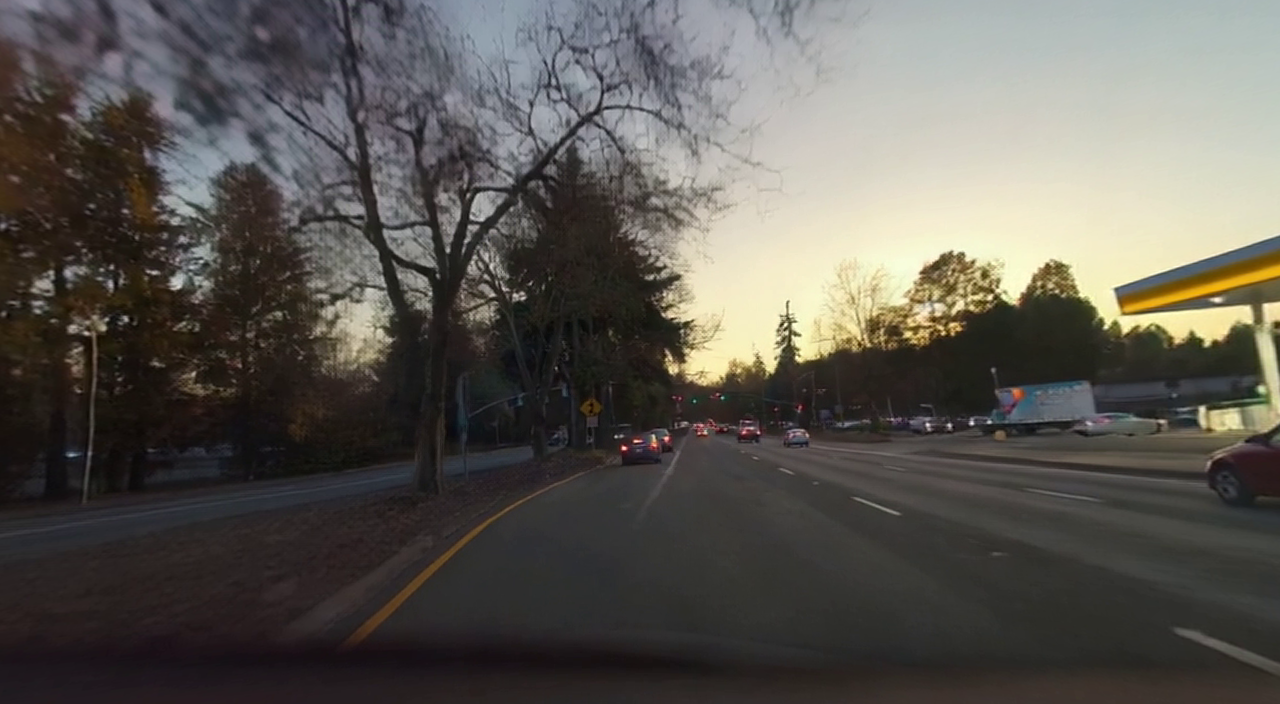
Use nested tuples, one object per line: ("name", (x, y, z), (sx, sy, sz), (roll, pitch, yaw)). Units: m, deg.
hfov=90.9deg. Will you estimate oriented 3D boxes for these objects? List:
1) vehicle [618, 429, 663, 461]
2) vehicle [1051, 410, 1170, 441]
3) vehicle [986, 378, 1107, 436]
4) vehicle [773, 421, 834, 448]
("vehicle", (0.100, 4.691, 31.769), (2.032, 1.461, 4.173), (-1, -9, 3))
("vehicle", (24.182, 3.861, 32.614), (1.784, 1.472, 4.532), (3, -9, -23))
("vehicle", (27.735, 3.829, 42.981), (7.827, 3.570, 3.121), (5, -7, -25))
("vehicle", (10.605, 5.444, 41.221), (1.991, 1.695, 4.357), (2, -9, -14))
